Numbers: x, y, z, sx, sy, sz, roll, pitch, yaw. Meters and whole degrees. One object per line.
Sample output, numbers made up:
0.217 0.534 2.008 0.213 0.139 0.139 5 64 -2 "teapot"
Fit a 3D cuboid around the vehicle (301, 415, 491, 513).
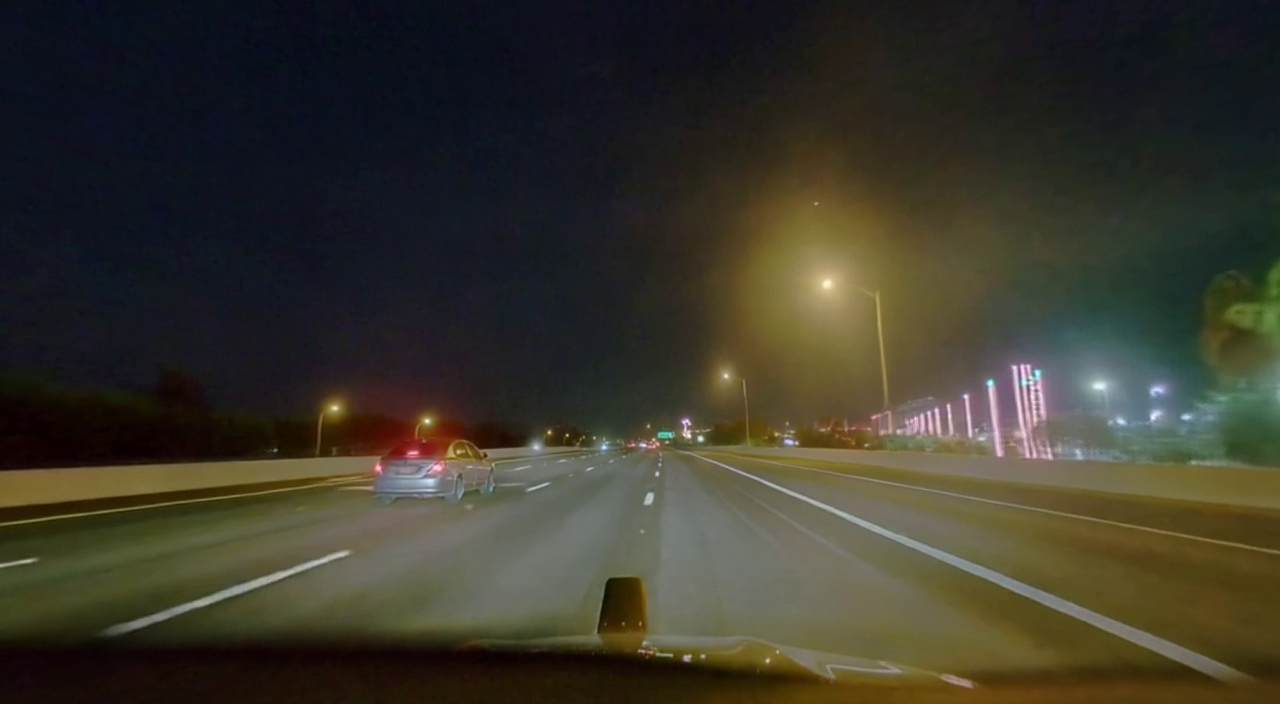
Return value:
-5.114 2.423 14.165 2.145 1.793 4.762 0 -8 3 "vehicle"
